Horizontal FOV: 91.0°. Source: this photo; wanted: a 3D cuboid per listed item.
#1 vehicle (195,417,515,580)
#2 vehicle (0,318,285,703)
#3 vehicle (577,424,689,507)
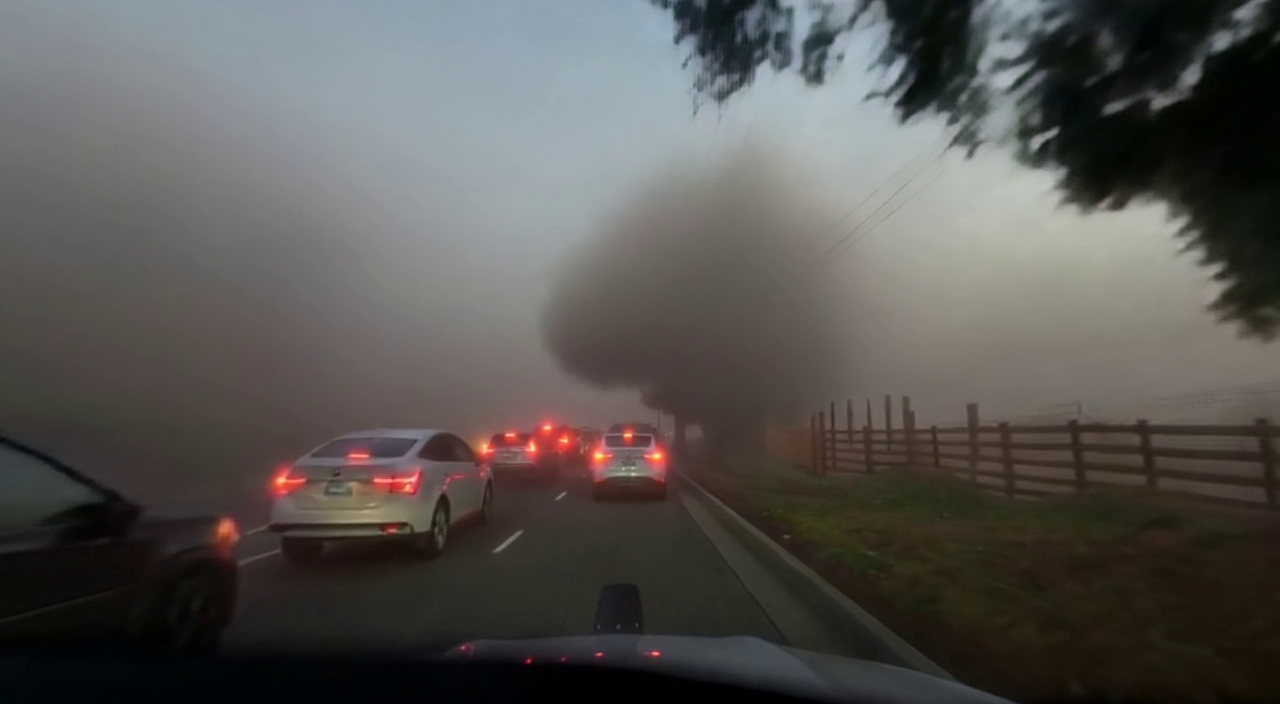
[{"bbox_3d":[-3.154,1.709,8.297,1.980,1.520,4.636,0,-8,1],"label":"vehicle"},{"bbox_3d":[-3.079,0.673,1.414,1.999,1.727,4.340,0,-8,0],"label":"vehicle"},{"bbox_3d":[-0.133,2.309,13.235,1.995,1.460,3.865,0,-8,0],"label":"vehicle"}]
